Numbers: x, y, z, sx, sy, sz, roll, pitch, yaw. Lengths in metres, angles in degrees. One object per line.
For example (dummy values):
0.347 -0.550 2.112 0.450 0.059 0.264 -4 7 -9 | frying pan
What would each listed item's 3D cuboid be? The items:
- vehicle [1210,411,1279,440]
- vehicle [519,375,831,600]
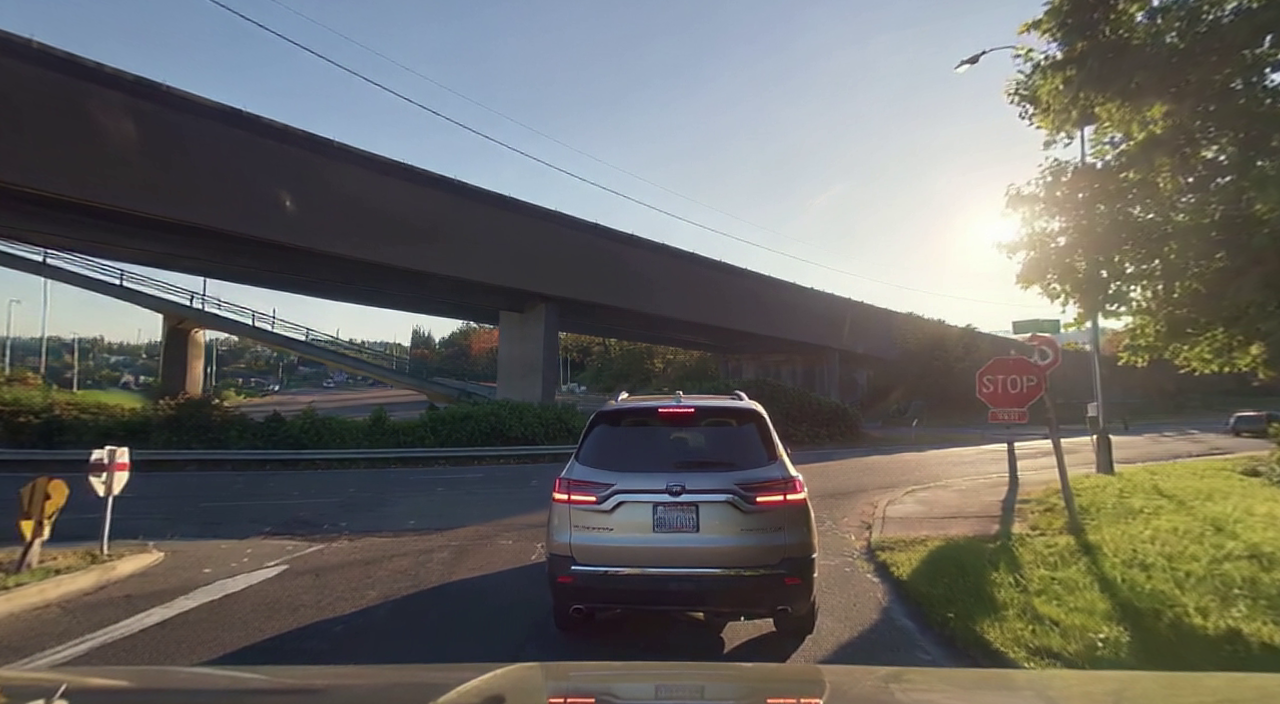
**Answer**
39.336 4.783 40.735 4.413 1.717 2.073 4 -10 -26 | vehicle
0.316 1.416 7.333 2.494 1.804 4.336 0 -9 1 | vehicle
